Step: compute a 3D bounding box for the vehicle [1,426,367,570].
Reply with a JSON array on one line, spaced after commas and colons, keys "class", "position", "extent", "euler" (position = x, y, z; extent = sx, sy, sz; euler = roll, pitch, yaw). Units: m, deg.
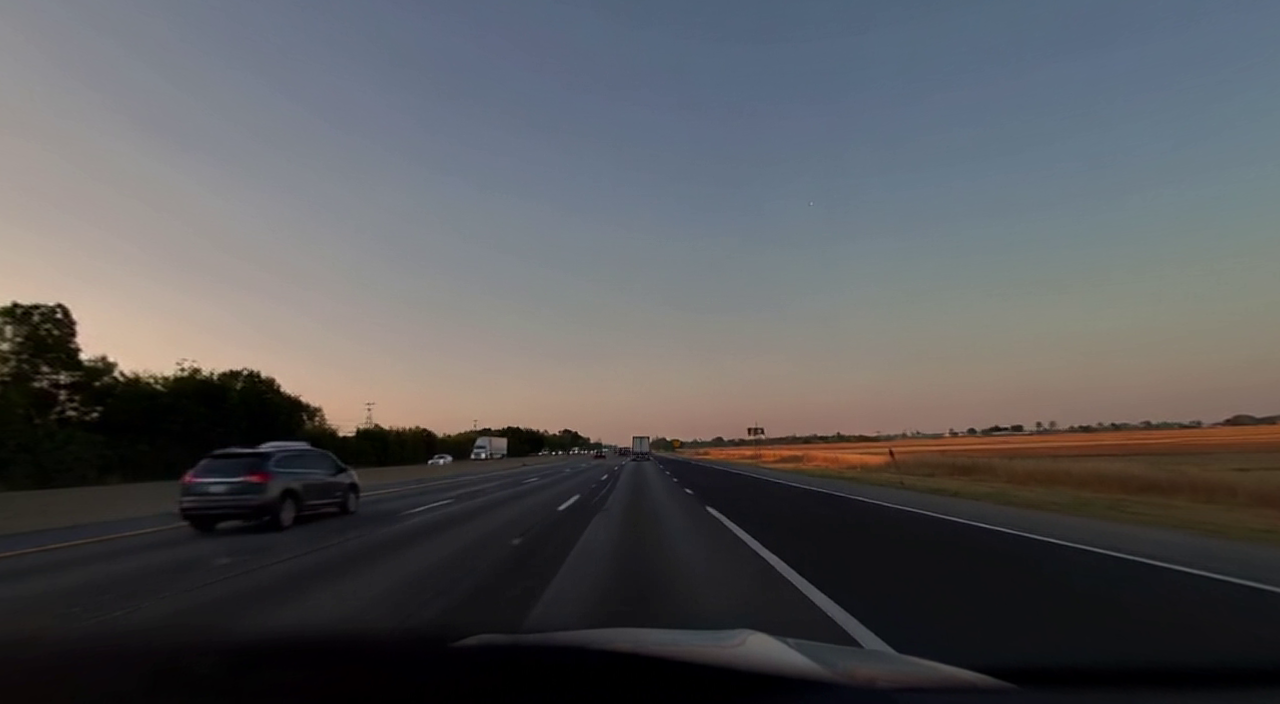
[{"class": "vehicle", "position": [-6.492, 2.121, 9.940], "extent": [2.234, 1.698, 4.634], "euler": [0, -9, 1]}]
